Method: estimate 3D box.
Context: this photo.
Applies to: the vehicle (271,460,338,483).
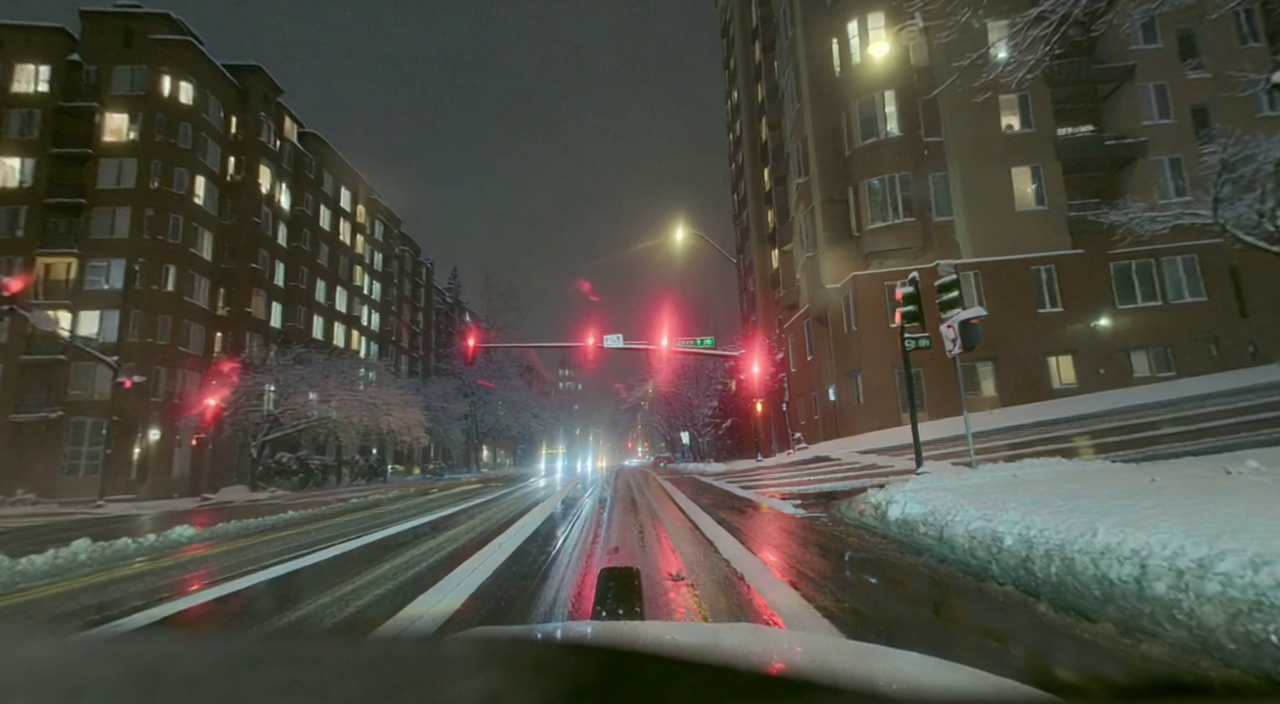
[{"bbox_3d":[-24.637,8.744,46.292,3.882,1.600,1.768,0,-9,2],"label":"vehicle"}]
